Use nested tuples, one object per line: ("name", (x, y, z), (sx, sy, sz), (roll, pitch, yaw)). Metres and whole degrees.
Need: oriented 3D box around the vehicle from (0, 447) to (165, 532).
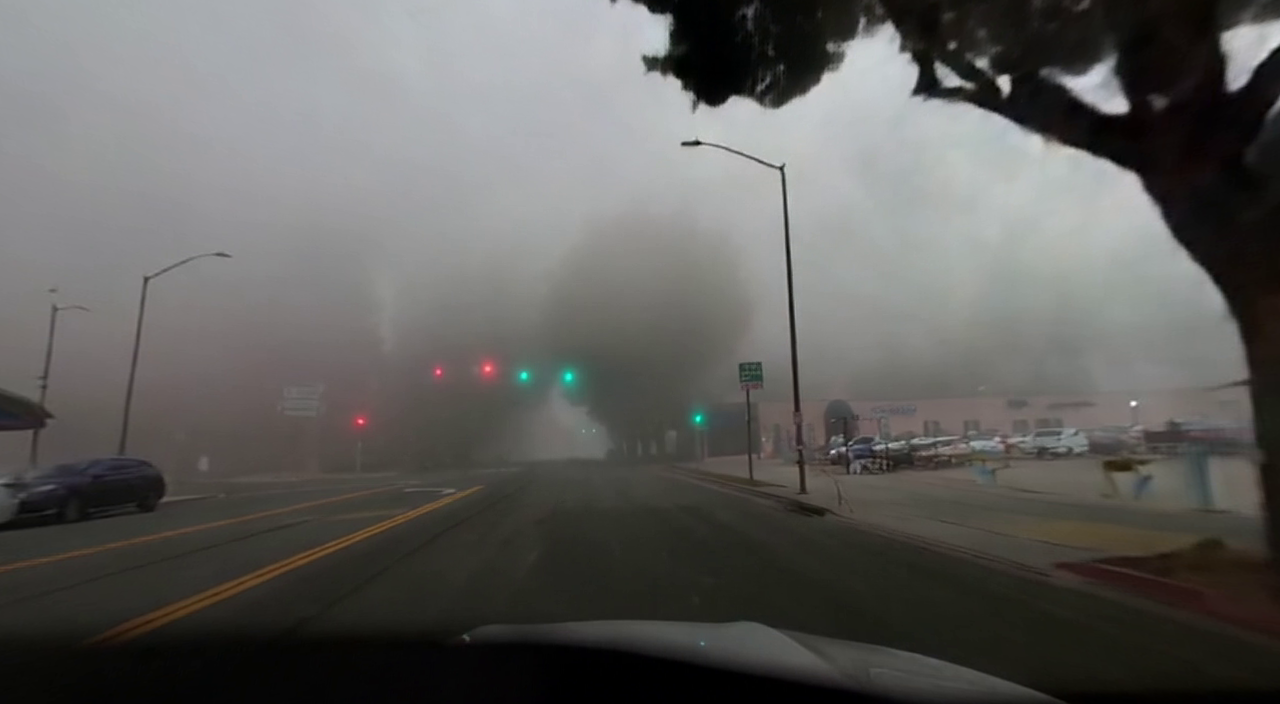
("vehicle", (-14.223, 3.330, 15.450), (1.944, 1.742, 4.507), (-3, -10, -6))
